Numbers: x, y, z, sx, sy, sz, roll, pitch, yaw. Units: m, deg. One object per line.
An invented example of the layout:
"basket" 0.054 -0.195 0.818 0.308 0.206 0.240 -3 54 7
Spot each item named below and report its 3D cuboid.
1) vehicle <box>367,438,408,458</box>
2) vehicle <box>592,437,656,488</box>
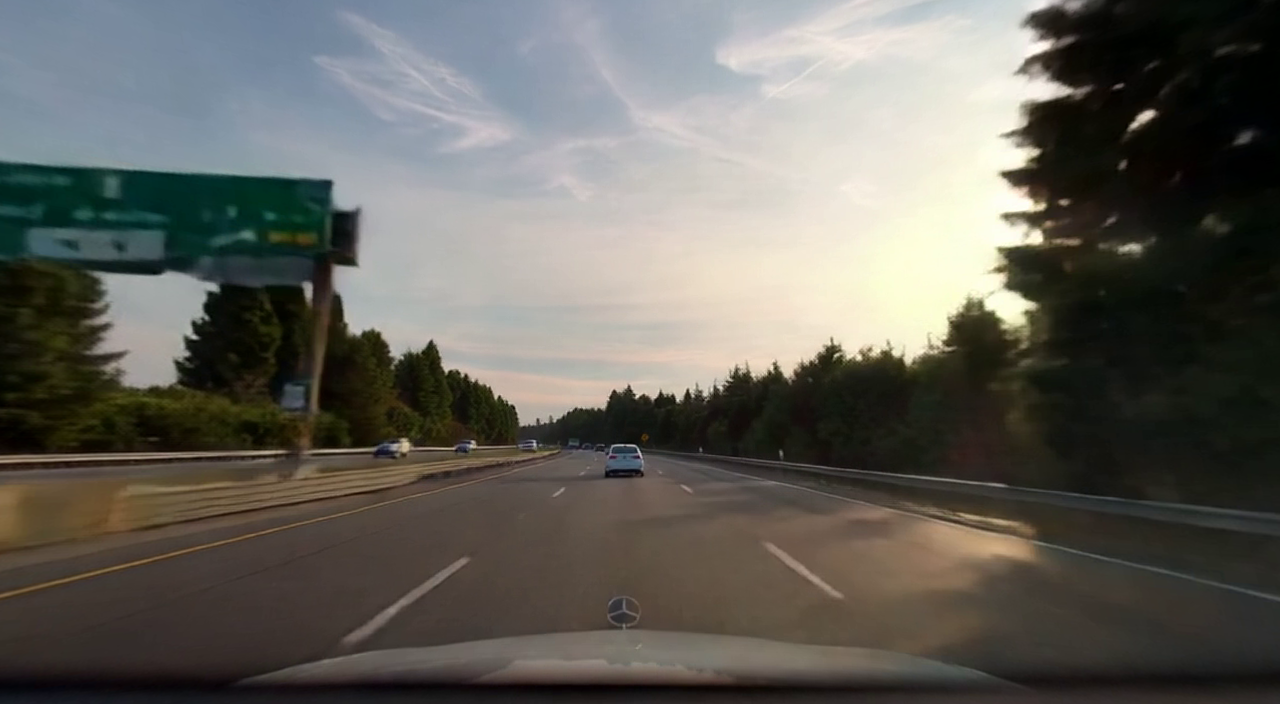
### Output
"vehicle" -18.890 7.215 47.348 1.714 1.482 3.643 0 -9 -3
"vehicle" -0.576 3.786 21.920 2.011 1.590 3.607 0 -9 -2
